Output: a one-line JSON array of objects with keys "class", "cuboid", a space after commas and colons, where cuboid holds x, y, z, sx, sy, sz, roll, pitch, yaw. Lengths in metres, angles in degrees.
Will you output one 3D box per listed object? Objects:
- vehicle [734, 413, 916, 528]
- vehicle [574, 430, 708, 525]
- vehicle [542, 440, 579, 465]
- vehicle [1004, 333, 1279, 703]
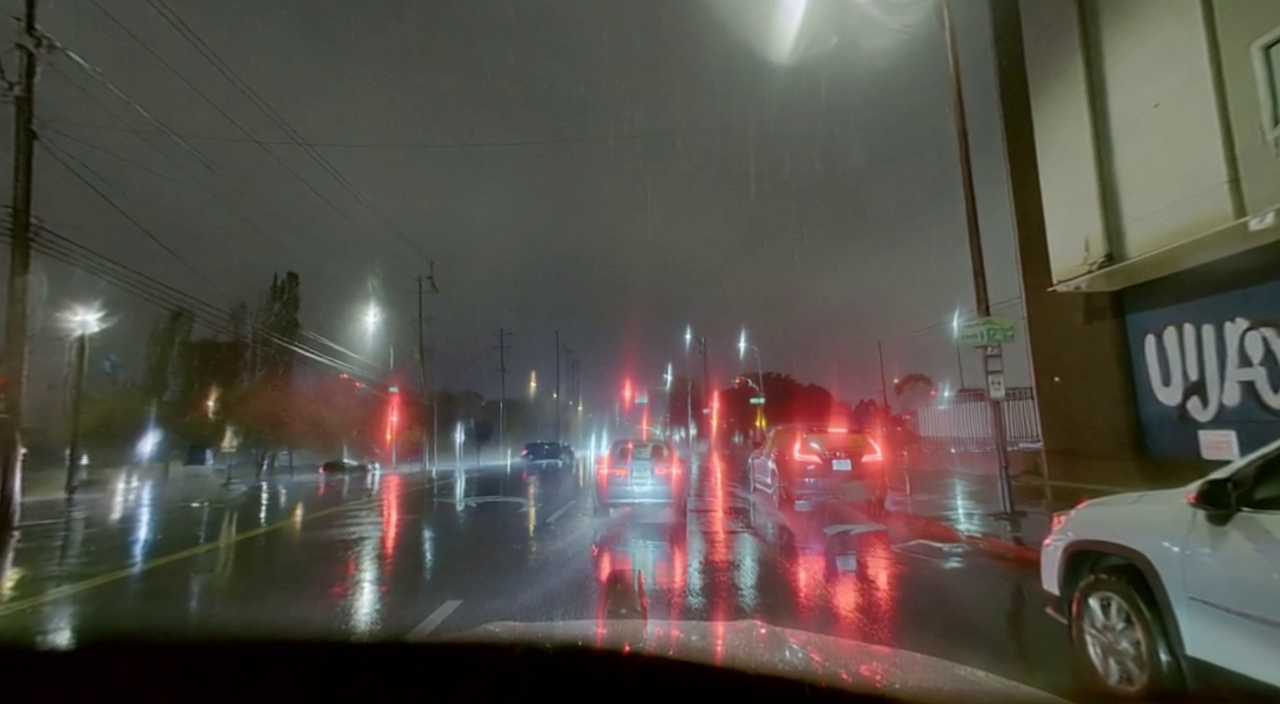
[{"class": "vehicle", "cuboid": [3.261, 2.203, 12.245, 2.060, 1.783, 4.579, 0, -8, -1]}, {"class": "vehicle", "cuboid": [0.048, 2.360, 12.389, 2.153, 1.505, 4.452, 0, -8, 1]}, {"class": "vehicle", "cuboid": [-5.702, 7.220, 45.389, 2.059, 1.699, 4.252, 0, -8, 0]}, {"class": "vehicle", "cuboid": [3.286, 0.712, 1.732, 1.938, 1.714, 4.402, 0, -8, 1]}]
